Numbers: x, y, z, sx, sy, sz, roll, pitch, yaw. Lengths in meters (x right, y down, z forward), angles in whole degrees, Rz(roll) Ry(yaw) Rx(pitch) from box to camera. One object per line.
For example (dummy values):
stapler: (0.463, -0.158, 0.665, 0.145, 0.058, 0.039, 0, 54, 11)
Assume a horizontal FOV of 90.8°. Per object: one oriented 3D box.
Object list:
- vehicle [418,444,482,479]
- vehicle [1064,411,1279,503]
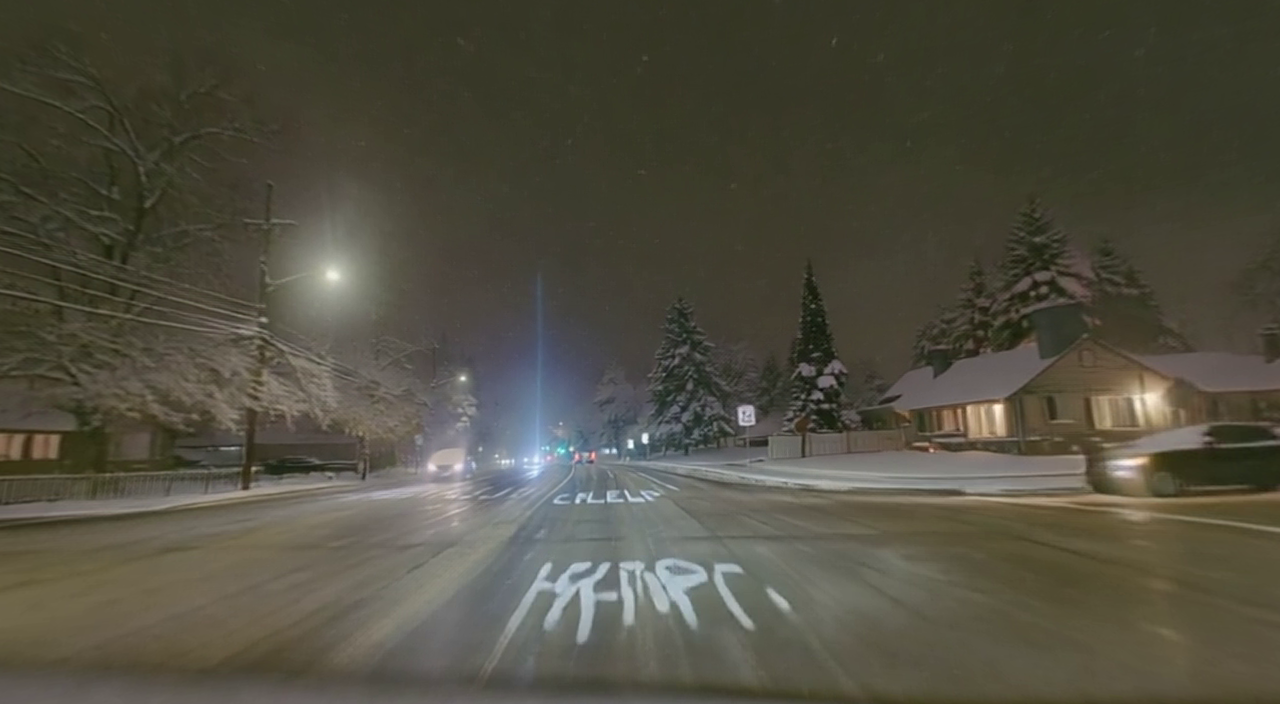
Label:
vehicle: (-10.408, 5.999, 34.937, 2.053, 1.727, 4.651, -1, -8, 0)
vehicle: (11.591, 2.061, 12.648, 4.702, 1.661, 1.977, -1, -8, 1)
